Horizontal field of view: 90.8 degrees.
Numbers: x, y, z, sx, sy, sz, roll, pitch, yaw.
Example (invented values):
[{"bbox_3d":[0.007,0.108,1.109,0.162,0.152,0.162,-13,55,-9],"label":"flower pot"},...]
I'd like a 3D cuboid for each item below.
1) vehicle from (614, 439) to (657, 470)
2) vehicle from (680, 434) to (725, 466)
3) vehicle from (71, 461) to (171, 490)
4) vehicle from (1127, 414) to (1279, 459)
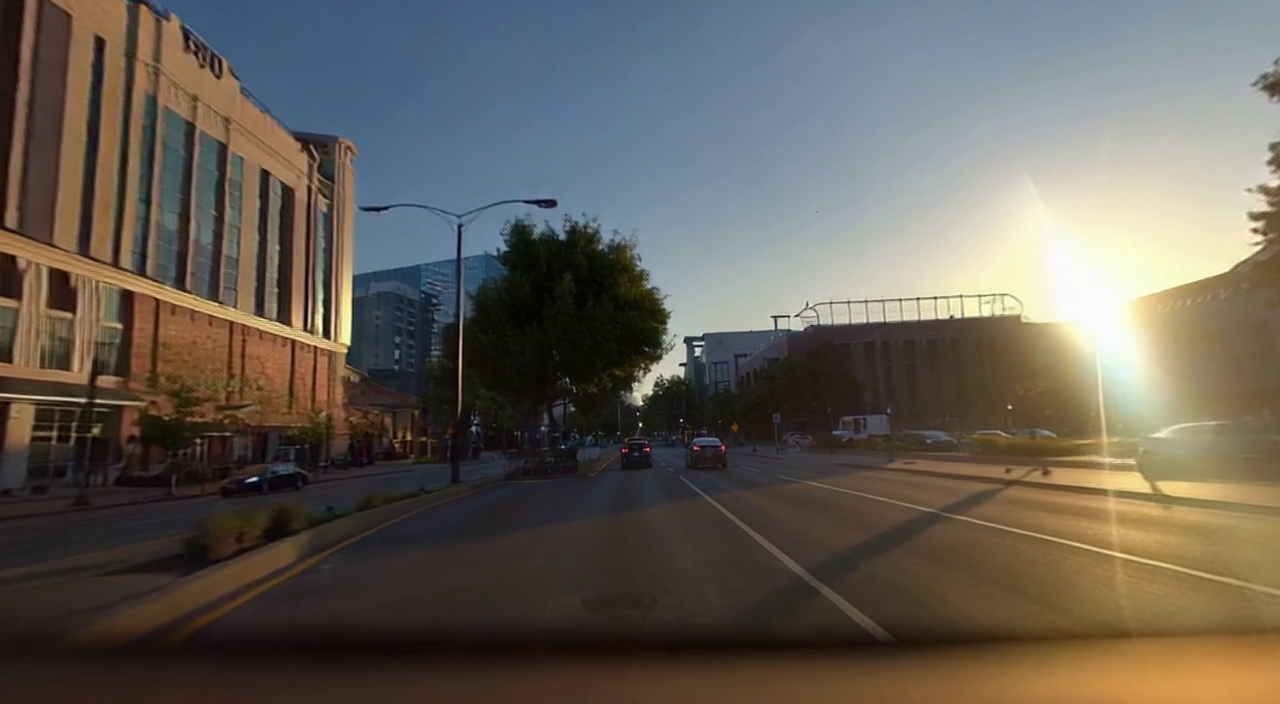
[{"bbox_3d":[-0.266,5.397,33.442,2.110,1.476,4.294,0,-9,-1],"label":"vehicle"},{"bbox_3d":[3.440,5.557,35.782,2.100,1.683,4.231,0,-9,0],"label":"vehicle"},{"bbox_3d":[-29.936,7.105,36.524,4.033,1.531,1.789,0,-9,-3],"label":"vehicle"},{"bbox_3d":[20.438,2.986,22.221,4.813,1.483,2.129,0,-9,0],"label":"vehicle"}]
